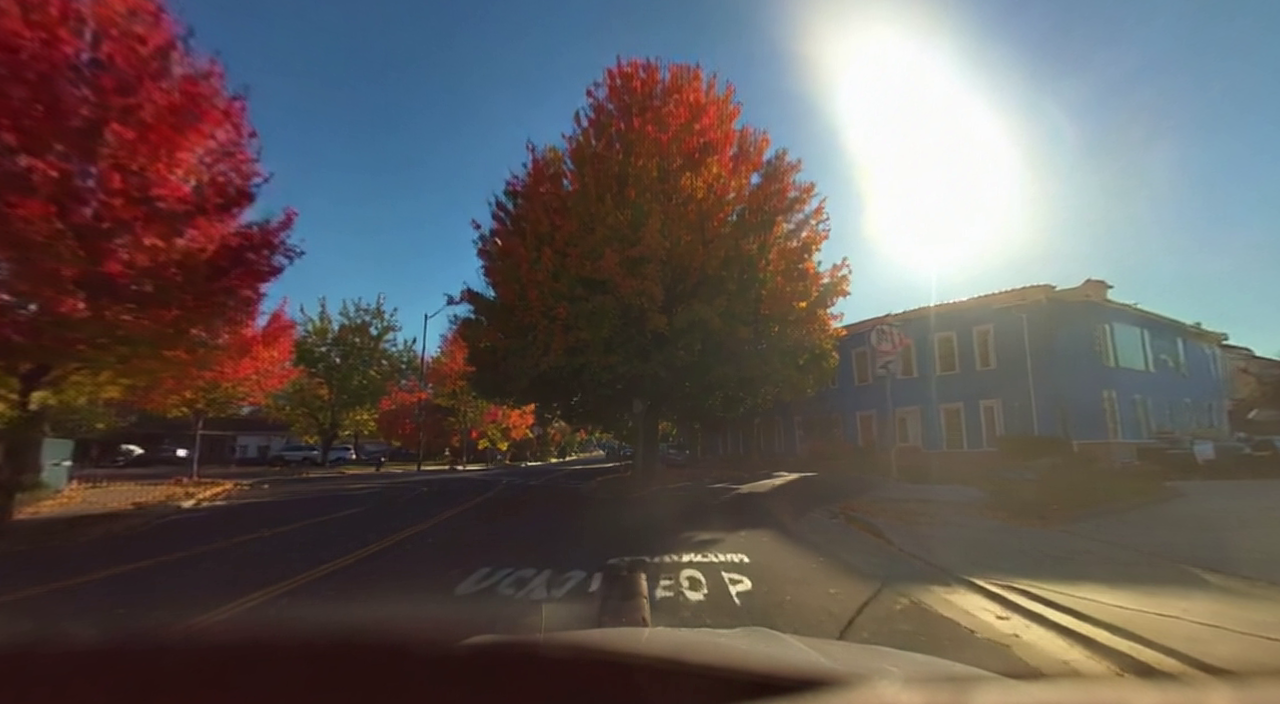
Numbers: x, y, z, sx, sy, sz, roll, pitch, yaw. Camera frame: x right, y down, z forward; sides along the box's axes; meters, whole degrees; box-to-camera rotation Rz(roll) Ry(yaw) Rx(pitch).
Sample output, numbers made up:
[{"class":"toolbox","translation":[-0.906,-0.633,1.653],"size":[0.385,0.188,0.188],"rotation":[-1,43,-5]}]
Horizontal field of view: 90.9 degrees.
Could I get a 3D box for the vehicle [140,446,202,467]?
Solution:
[{"class":"vehicle","translation":[-34.929,7.810,47.012],"size":[3.362,1.404,1.588],"rotation":[-2,-8,0]}]
